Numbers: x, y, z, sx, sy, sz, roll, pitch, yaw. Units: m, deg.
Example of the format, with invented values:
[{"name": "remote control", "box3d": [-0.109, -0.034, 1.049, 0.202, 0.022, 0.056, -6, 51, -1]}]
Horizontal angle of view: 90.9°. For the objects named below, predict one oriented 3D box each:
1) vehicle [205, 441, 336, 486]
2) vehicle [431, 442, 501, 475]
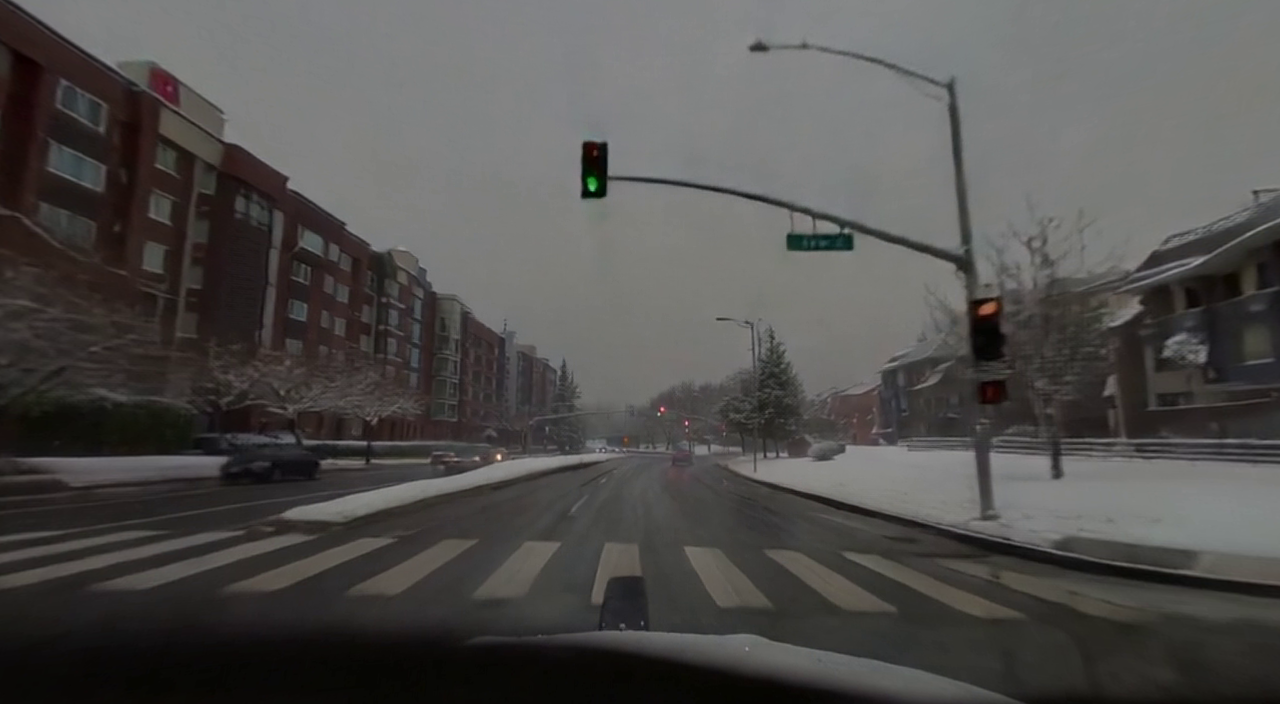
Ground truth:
[{"name": "vehicle", "box3d": [-13.335, 4.035, 23.107, 1.965, 1.474, 4.376, 0, -9, 3]}, {"name": "vehicle", "box3d": [-8.644, 5.334, 31.816, 1.939, 1.482, 4.673, 0, -9, 4]}]
